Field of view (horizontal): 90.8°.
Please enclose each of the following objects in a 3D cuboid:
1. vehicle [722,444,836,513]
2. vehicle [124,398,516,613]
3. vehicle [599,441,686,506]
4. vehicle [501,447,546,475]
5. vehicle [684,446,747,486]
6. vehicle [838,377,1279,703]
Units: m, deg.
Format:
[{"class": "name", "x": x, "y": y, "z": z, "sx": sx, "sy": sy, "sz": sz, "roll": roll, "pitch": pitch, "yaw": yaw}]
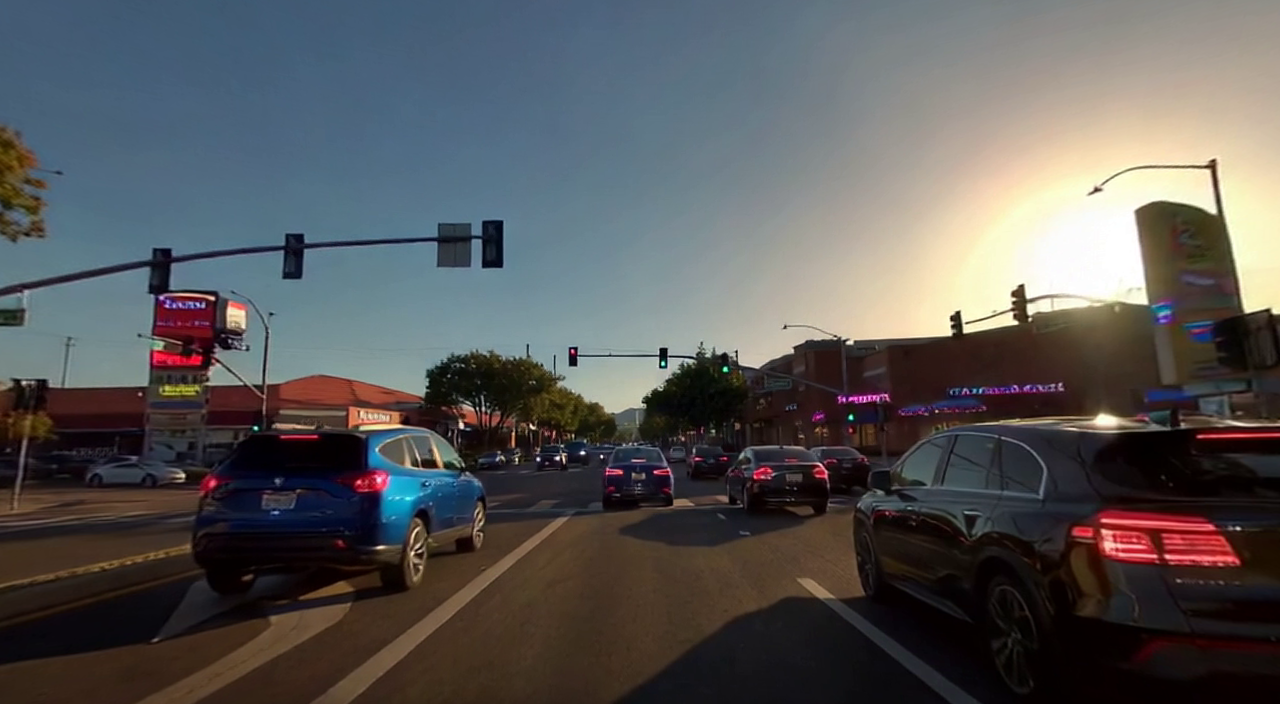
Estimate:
[{"class": "vehicle", "x": 3.321, "y": 3.084, "z": 15.953, "sx": 1.865, "sy": 1.496, "sz": 4.170, "roll": 0, "pitch": -9, "yaw": -1}, {"class": "vehicle", "x": -3.228, "y": 1.679, "z": 7.878, "sx": 2.257, "sy": 1.823, "sz": 4.777, "roll": -1, "pitch": -9, "yaw": 2}, {"class": "vehicle", "x": 0.037, "y": 3.295, "z": 17.505, "sx": 2.154, "sy": 1.577, "sz": 3.723, "roll": 0, "pitch": -9, "yaw": -1}, {"class": "vehicle", "x": -7.908, "y": 7.422, "z": 43.380, "sx": 2.293, "sy": 1.777, "sz": 4.497, "roll": 0, "pitch": -9, "yaw": 0}, {"class": "vehicle", "x": 3.095, "y": 4.778, "z": 26.879, "sx": 2.099, "sy": 1.553, "sz": 4.279, "roll": 0, "pitch": -9, "yaw": -1}, {"class": "vehicle", "x": 3.289, "y": 1.259, "z": 4.910, "sx": 2.075, "sy": 1.661, "sz": 4.401, "roll": 0, "pitch": -9, "yaw": 0}]
